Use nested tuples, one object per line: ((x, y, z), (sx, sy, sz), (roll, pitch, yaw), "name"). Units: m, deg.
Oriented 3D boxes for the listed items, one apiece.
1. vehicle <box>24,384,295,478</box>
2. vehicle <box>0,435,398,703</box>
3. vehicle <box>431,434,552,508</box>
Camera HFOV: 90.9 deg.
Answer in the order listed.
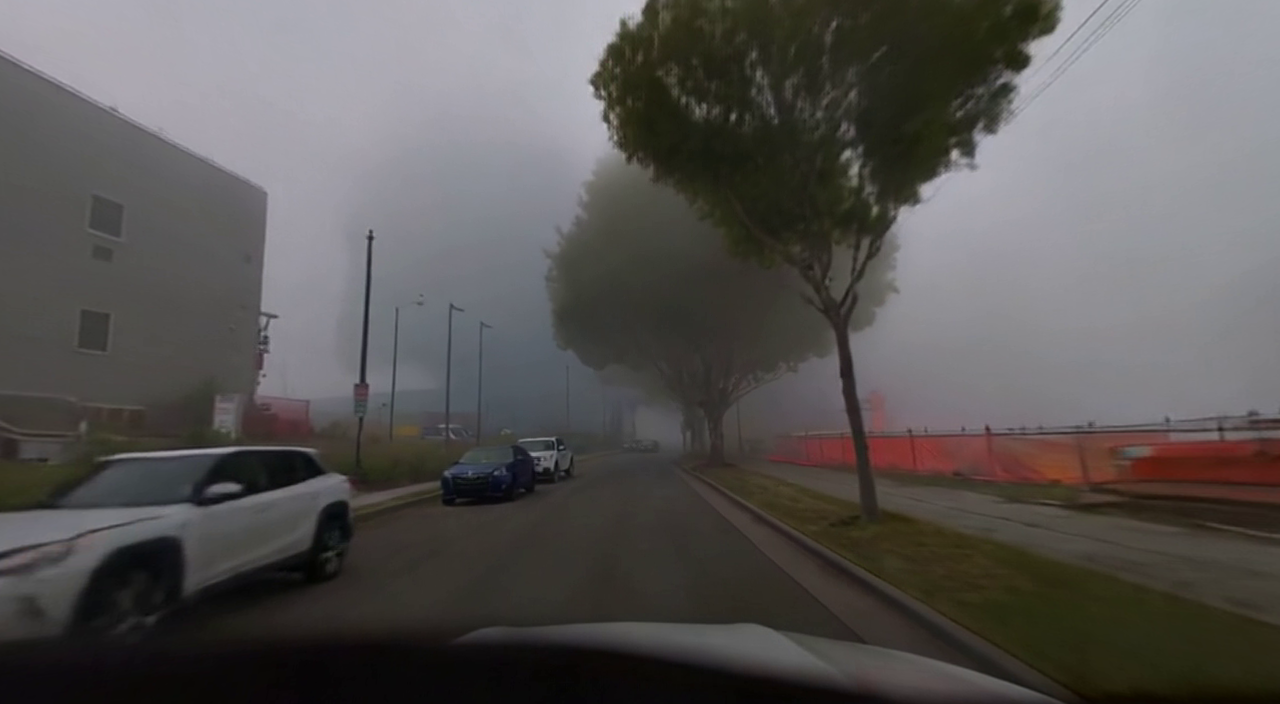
((-13.505, 2.290, 17.971), (6.039, 2.449, 2.273), (-1, -8, 6), "vehicle")
((-3.941, 1.471, 5.404), (1.948, 1.460, 4.394), (-1, -8, 1), "vehicle")
((-3.627, 2.954, 16.213), (1.980, 1.635, 4.153), (-1, -8, 2), "vehicle")
